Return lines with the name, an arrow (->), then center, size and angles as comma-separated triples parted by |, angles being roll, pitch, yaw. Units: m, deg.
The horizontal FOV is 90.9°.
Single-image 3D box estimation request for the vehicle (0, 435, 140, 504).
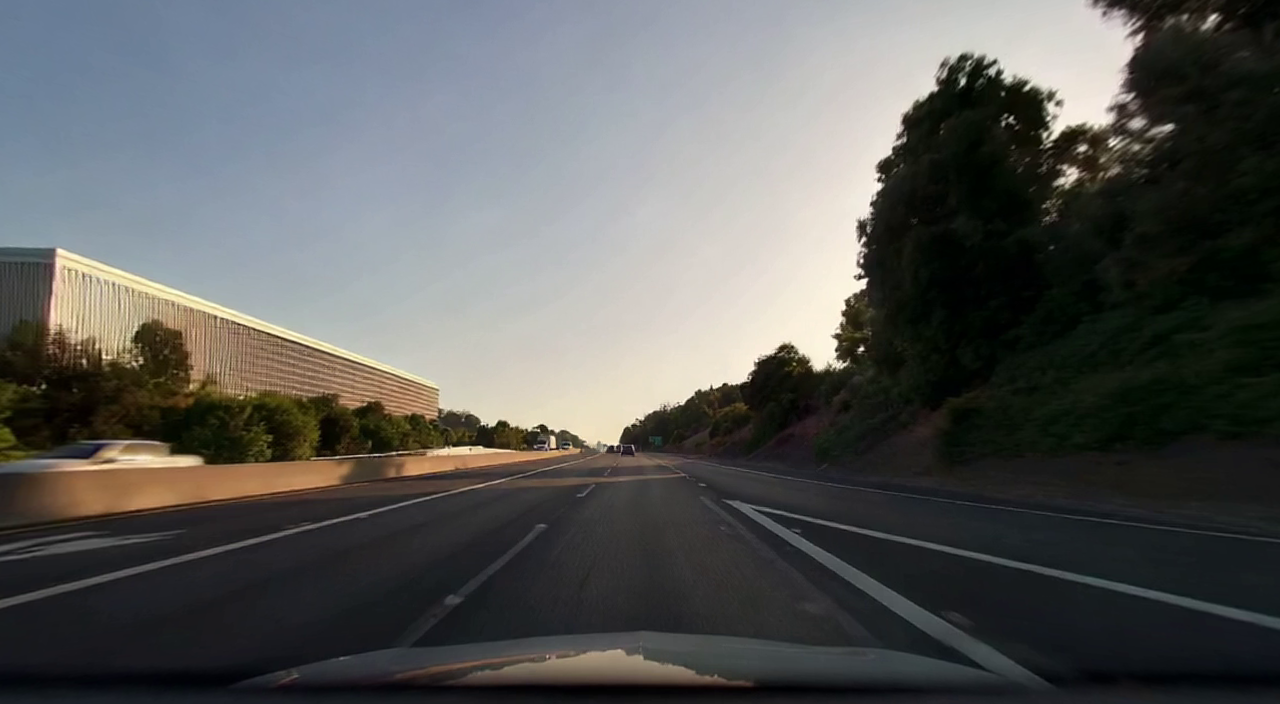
vehicle -> -14.652, 2.793, 15.312 | 1.850, 1.463, 3.779 | 0, -9, 0
